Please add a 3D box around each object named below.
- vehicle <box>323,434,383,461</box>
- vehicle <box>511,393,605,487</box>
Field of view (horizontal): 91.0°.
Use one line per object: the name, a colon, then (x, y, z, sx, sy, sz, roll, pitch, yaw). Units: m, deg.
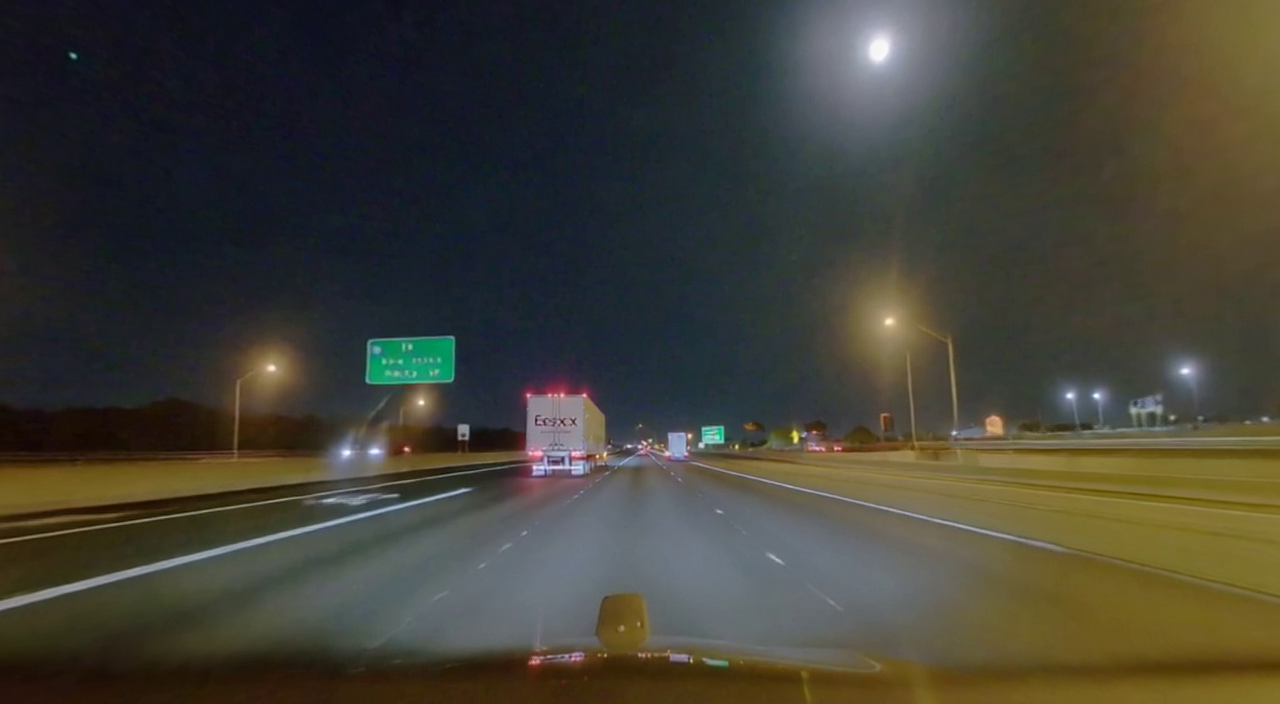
vehicle: (-18.057, 6.067, 39.829, 1.789, 1.594, 4.013, 0, -9, 2)
vehicle: (-3.290, 3.915, 27.704, 2.922, 3.458, 8.360, 0, -9, 1)
